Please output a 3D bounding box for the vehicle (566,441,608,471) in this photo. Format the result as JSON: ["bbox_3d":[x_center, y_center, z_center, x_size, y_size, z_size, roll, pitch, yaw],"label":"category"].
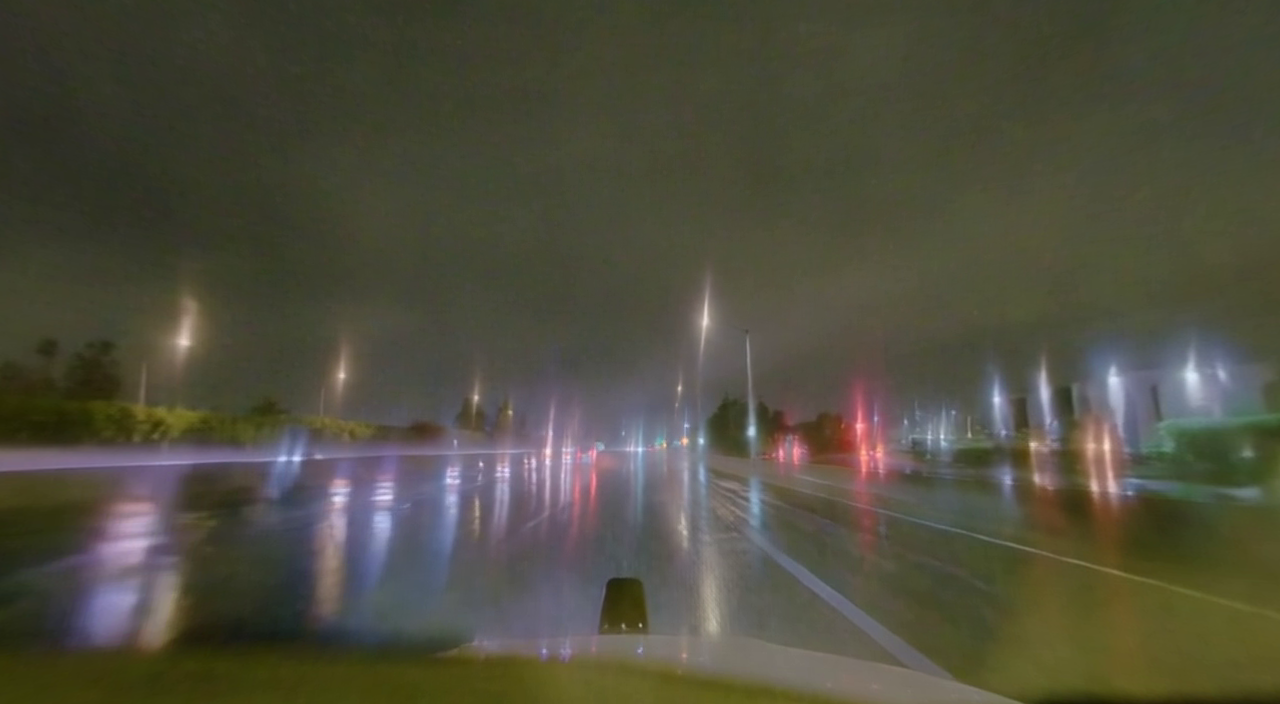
[{"bbox_3d":[-3.081,6.134,37.139,2.078,1.629,4.059,0,-8,1],"label":"vehicle"}]
